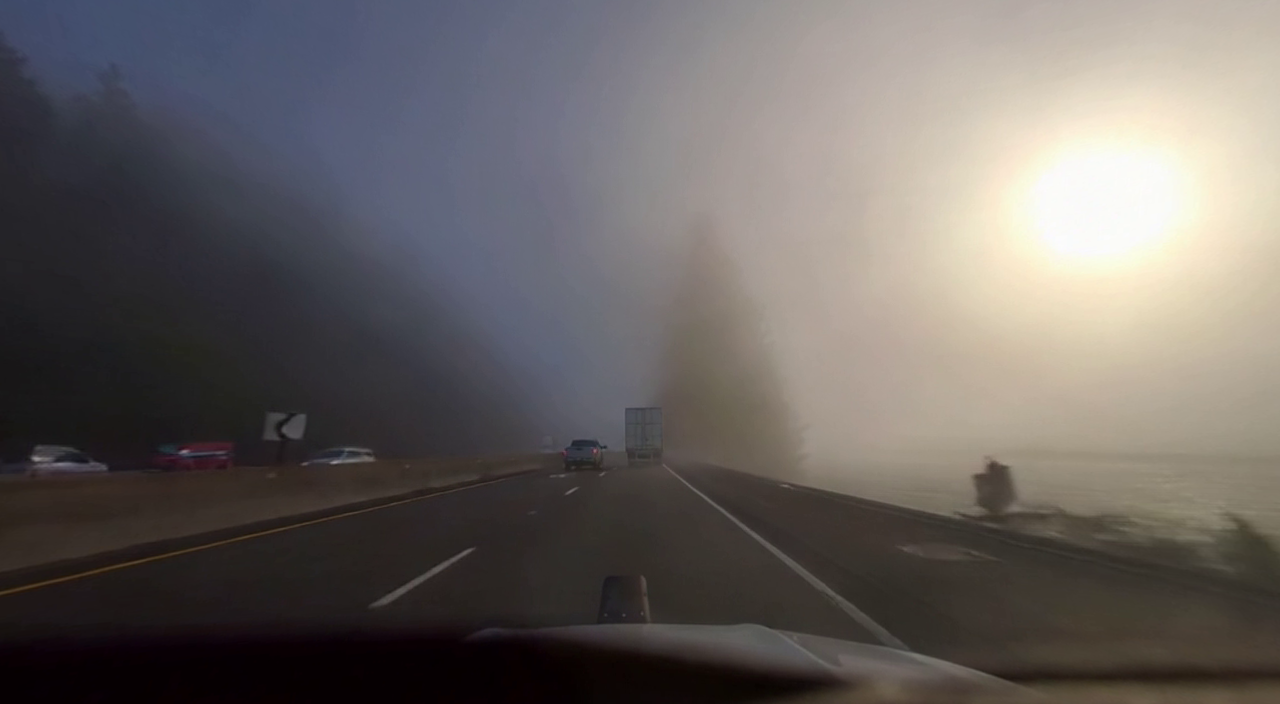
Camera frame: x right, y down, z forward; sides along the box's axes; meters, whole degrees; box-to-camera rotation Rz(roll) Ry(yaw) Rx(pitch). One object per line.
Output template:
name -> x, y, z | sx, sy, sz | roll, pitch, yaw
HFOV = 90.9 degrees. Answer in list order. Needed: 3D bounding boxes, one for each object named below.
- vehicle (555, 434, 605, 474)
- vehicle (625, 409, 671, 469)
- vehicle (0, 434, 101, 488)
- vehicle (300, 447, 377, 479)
vehicle -> -3.370, 5.937, 36.864 | 2.283, 2.156, 5.546 | 0, -9, 1
vehicle -> 0.495, 6.556, 47.105 | 3.024, 3.965, 10.399 | 0, -9, 0
vehicle -> -43.944, 8.034, 46.951 | 2.807, 3.656, 7.763 | 3, -9, -19
vehicle -> -15.997, 5.888, 33.645 | 1.978, 1.616, 4.154 | 0, -9, 1
